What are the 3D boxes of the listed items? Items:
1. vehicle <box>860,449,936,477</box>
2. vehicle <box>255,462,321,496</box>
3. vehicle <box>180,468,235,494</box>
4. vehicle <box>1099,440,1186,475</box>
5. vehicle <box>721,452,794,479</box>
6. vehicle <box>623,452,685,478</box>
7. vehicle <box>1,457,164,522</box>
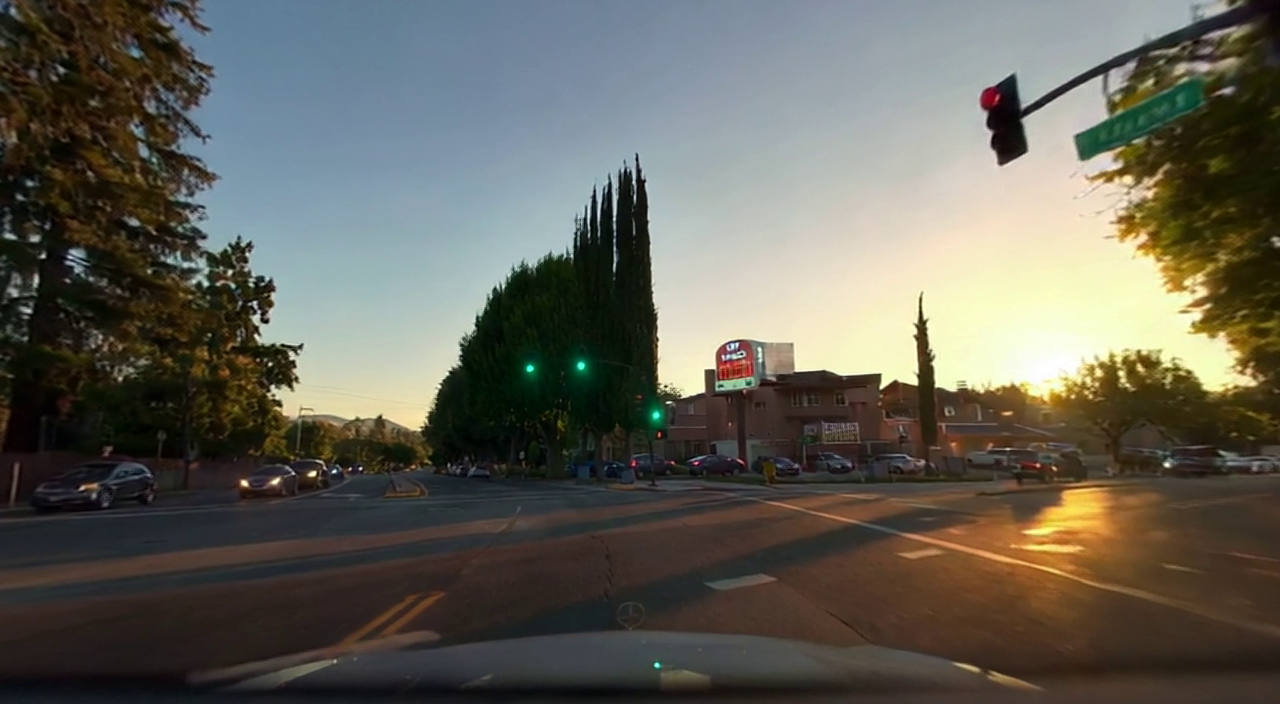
[{"bbox_3d":[17.125,7.317,41.825,4.530,1.696,1.979,4,-9,-24],"label":"vehicle"},{"bbox_3d":[-17.829,6.414,32.164,1.961,1.492,4.702,3,-9,-18],"label":"vehicle"},{"bbox_3d":[-29.421,8.757,42.997,1.842,1.474,4.712,3,-9,-19],"label":"vehicle"},{"bbox_3d":[28.414,5.910,35.603,4.781,1.849,2.355,6,-10,-34],"label":"vehicle"},{"bbox_3d":[7.904,7.588,42.457,4.375,1.685,2.045,3,-9,-22],"label":"vehicle"},{"bbox_3d":[1.109,8.589,48.138,4.669,1.770,1.896,7,-11,-39],"label":"vehicle"},{"bbox_3d":[-18.419,4.485,21.207,2.124,1.793,4.709,2,-9,-15],"label":"vehicle"}]
